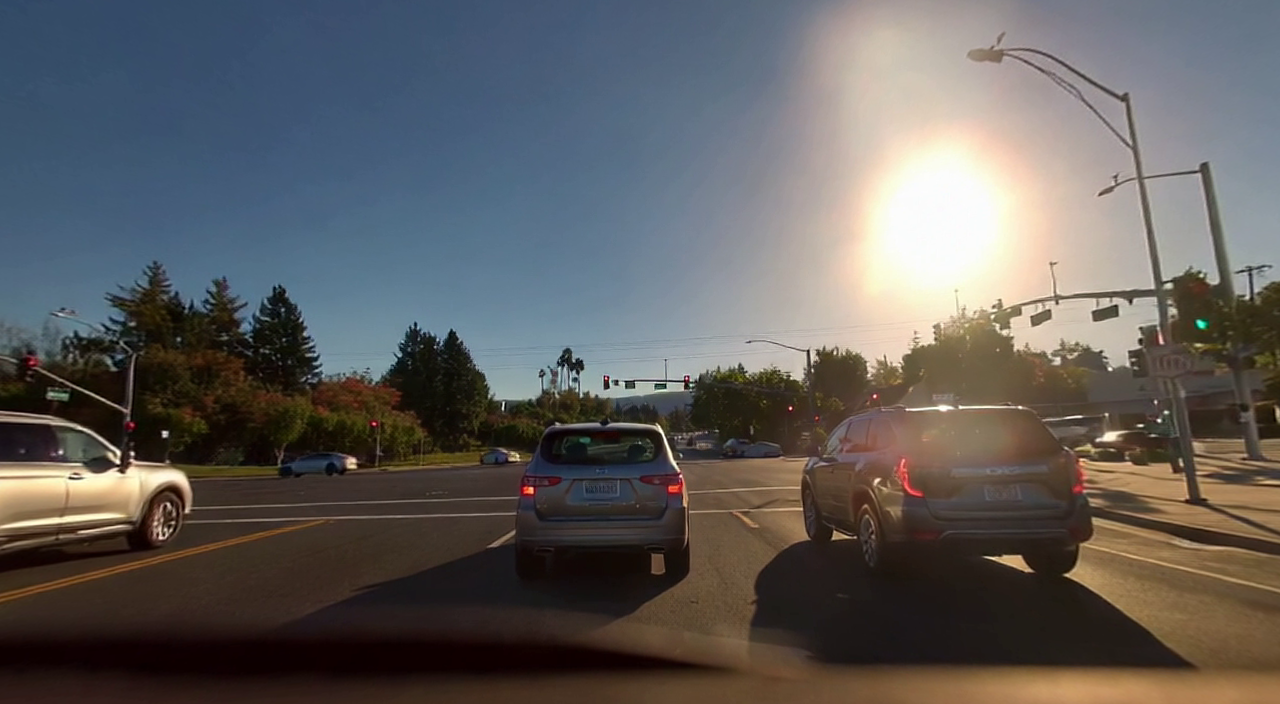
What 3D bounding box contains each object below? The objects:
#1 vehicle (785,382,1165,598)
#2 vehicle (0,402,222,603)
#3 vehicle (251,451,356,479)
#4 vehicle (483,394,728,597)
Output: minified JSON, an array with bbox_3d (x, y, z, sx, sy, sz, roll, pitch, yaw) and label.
[{"bbox_3d":[3.276,1.454,7.449,2.083,1.779,4.347,0,-8,0],"label":"vehicle"},{"bbox_3d":[-6.715,1.399,5.986,2.011,1.774,4.866,0,-8,2],"label":"vehicle"},{"bbox_3d":[-18.492,6.227,34.824,4.669,1.469,1.855,0,-8,-3],"label":"vehicle"},{"bbox_3d":[-0.225,1.509,7.414,2.067,1.702,3.987,0,-8,2],"label":"vehicle"}]
